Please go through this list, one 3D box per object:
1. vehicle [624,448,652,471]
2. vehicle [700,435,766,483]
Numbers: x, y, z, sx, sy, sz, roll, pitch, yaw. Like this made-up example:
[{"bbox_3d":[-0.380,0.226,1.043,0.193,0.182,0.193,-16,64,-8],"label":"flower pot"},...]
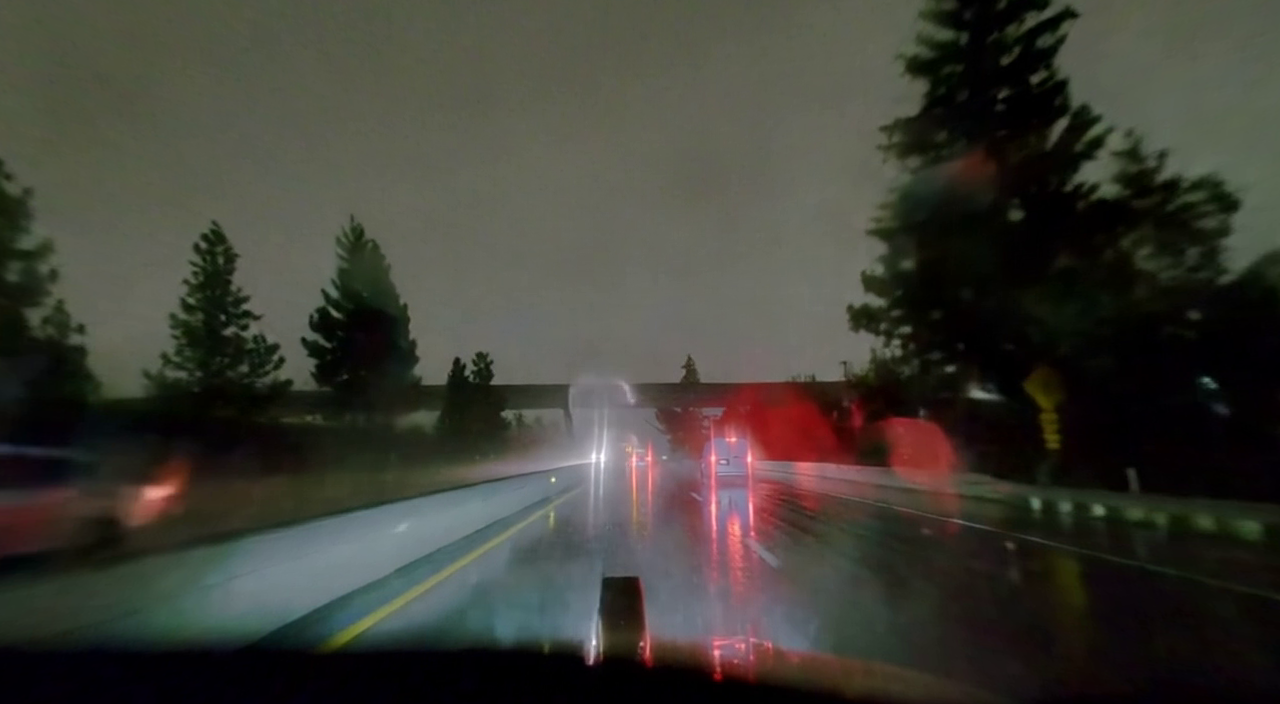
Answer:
[{"bbox_3d":[-0.145,8.022,47.285,2.013,1.584,3.995,0,-9,1],"label":"vehicle"},{"bbox_3d":[4.108,4.878,28.940,2.152,1.998,5.380,0,-9,-1],"label":"vehicle"}]
